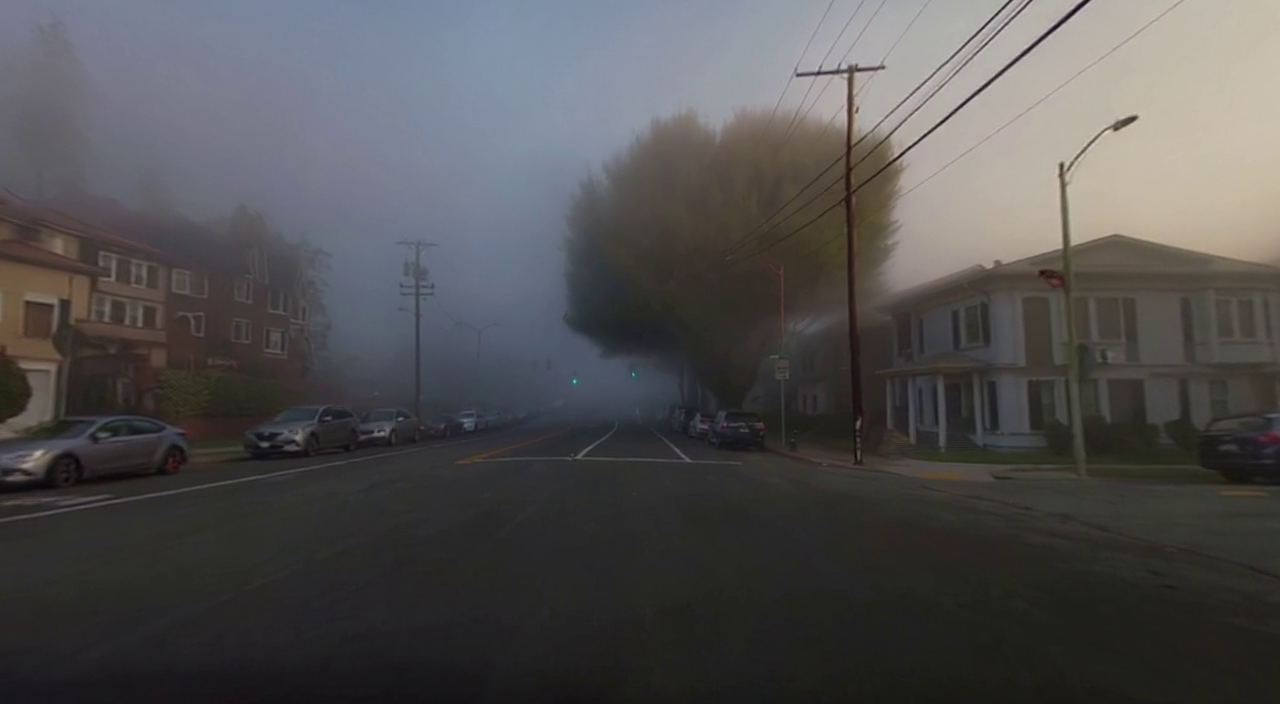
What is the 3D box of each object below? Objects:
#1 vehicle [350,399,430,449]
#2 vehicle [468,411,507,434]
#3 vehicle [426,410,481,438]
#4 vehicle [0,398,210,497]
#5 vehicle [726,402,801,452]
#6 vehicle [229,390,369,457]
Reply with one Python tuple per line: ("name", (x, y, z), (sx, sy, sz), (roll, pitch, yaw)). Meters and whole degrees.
("vehicle", (-11.334, 3.279, 28.998), (1.926, 1.998, 4.447), (-4, -6, -1))
("vehicle", (-11.359, 5.302, 47.289), (1.903, 1.535, 4.342), (0, -8, -1))
("vehicle", (-11.085, 4.346, 37.897), (2.051, 1.520, 4.374), (0, -8, -2))
("vehicle", (-11.049, 1.842, 12.285), (2.082, 1.540, 4.654), (0, -8, 0))
("vehicle", (4.397, 2.798, 23.098), (1.867, 1.680, 4.176), (0, -8, 0))
("vehicle", (-11.125, 2.457, 21.121), (2.056, 1.980, 4.763), (0, -8, -1))
